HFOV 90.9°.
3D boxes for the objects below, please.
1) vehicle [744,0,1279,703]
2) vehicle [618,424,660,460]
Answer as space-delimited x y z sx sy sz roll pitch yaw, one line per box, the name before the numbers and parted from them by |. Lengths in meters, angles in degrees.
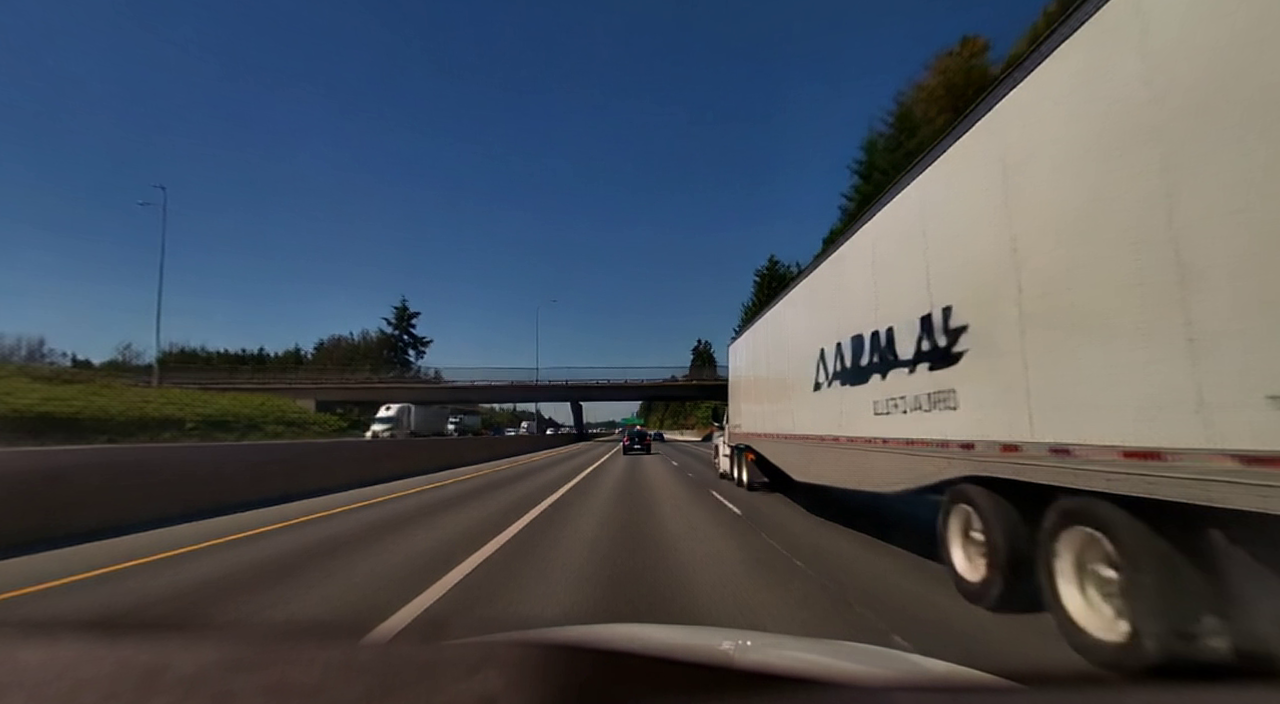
vehicle | 3.961 0.265 6.835 2.987 4.021 14.105 0 -8 -1
vehicle | -0.104 5.189 36.545 2.277 1.913 4.510 0 -8 -1
